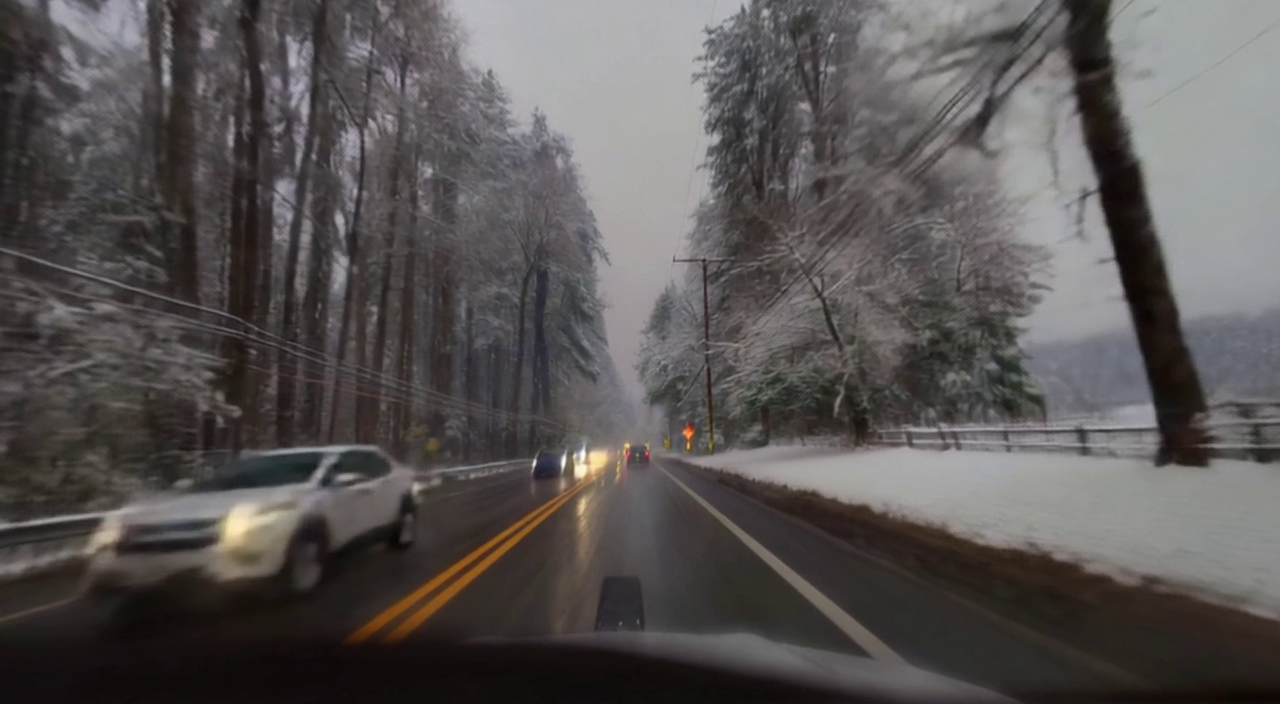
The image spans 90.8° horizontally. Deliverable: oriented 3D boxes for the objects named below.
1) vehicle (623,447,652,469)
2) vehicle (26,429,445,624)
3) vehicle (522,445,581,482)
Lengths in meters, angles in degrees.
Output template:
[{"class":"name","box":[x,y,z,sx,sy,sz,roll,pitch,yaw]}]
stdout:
[{"class":"vehicle","box":[-0.196,7.674,46.116,2.067,1.486,3.861,0,-8,-1]},{"class":"vehicle","box":[-3.913,1.715,7.243,1.987,1.526,4.205,-1,-8,0]},{"class":"vehicle","box":[-3.870,4.947,28.383,1.981,1.486,4.348,-1,-8,0]}]
